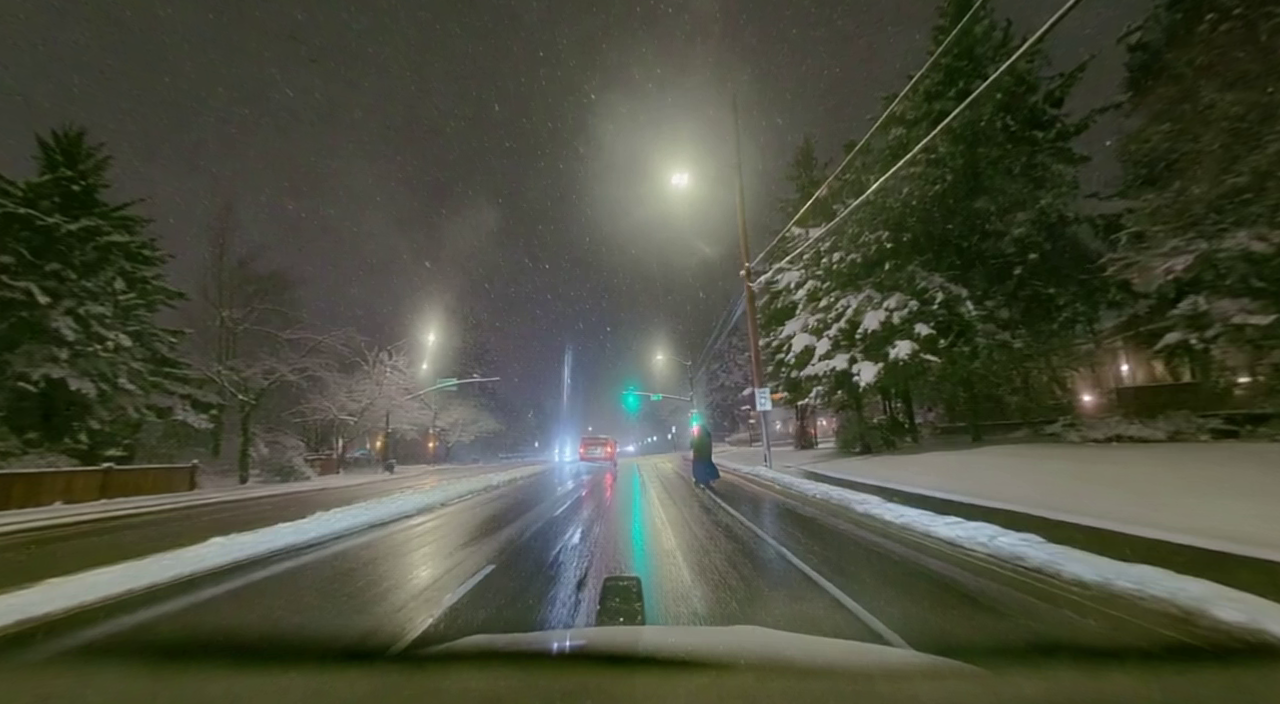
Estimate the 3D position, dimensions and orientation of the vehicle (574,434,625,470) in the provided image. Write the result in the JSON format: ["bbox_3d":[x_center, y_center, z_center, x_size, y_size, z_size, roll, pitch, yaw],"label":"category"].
[{"bbox_3d":[-2.102,5.320,33.799,2.215,1.799,4.426,-1,-8,3],"label":"vehicle"}]

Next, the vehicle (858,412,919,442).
[{"bbox_3d":[15.273,4.694,39.120,1.982,1.705,4.677,-1,-9,2],"label":"vehicle"}]
